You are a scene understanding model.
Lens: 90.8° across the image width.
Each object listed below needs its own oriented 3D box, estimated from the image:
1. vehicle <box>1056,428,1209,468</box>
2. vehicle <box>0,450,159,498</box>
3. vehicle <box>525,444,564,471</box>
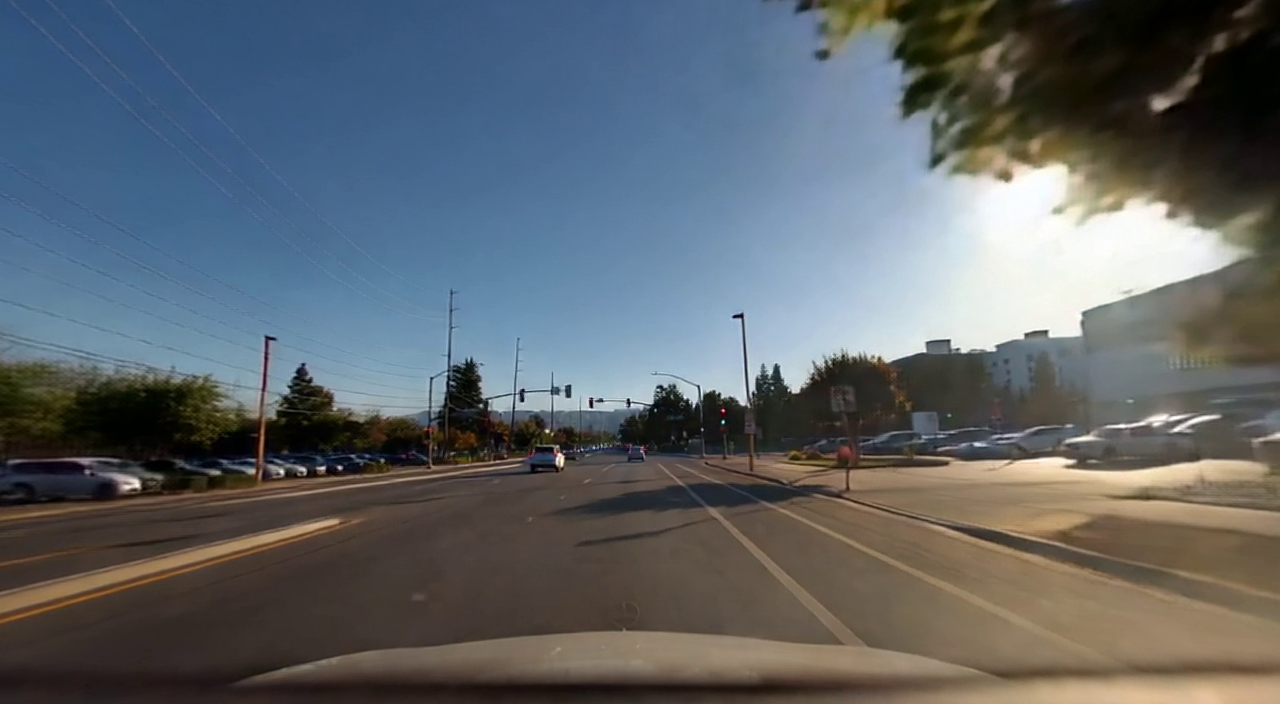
[{"bbox_3d":[19.156,3.733,24.717,4.481,1.482,1.814,0,-9,-2],"label":"vehicle"},{"bbox_3d":[-25.118,5.338,27.862,5.763,1.982,2.425,0,-8,1],"label":"vehicle"},{"bbox_3d":[-5.367,5.982,36.008,1.928,1.451,4.219,1,-9,-5],"label":"vehicle"}]
